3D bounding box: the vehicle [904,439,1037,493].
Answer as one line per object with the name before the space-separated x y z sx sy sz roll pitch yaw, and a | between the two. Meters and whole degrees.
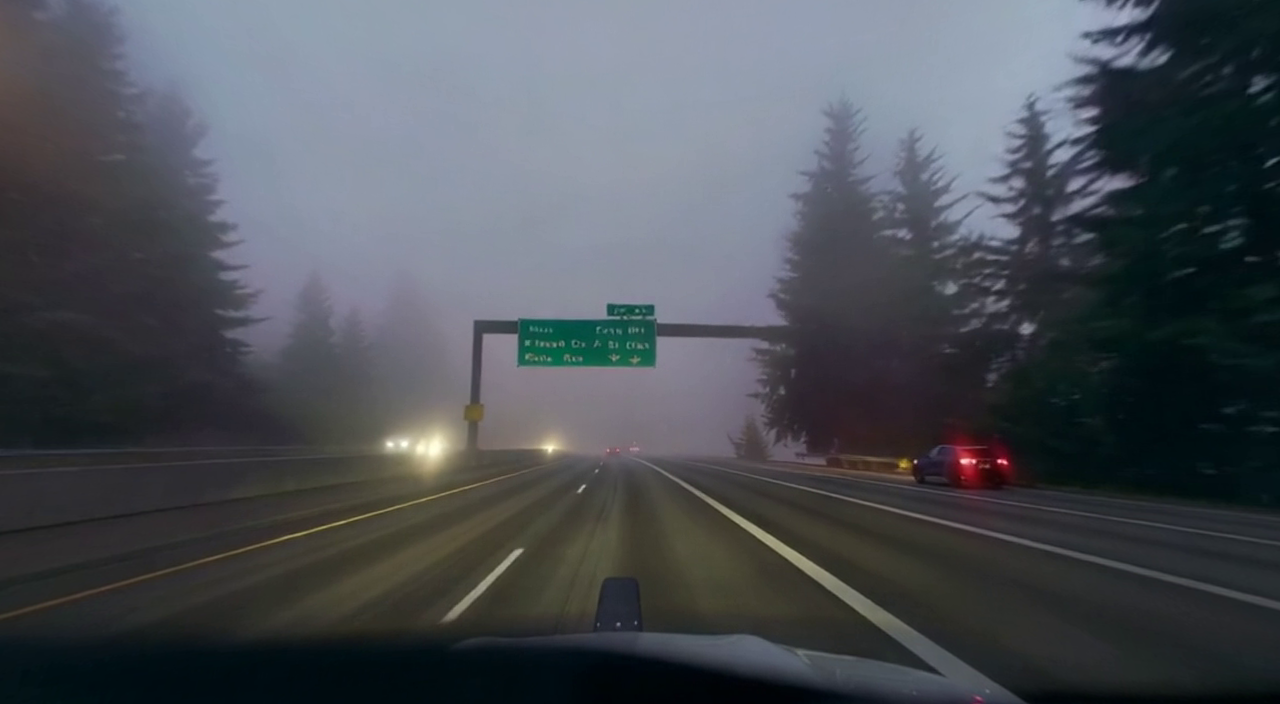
vehicle | 9.833 3.409 19.022 1.853 1.463 3.780 0 -9 -2
